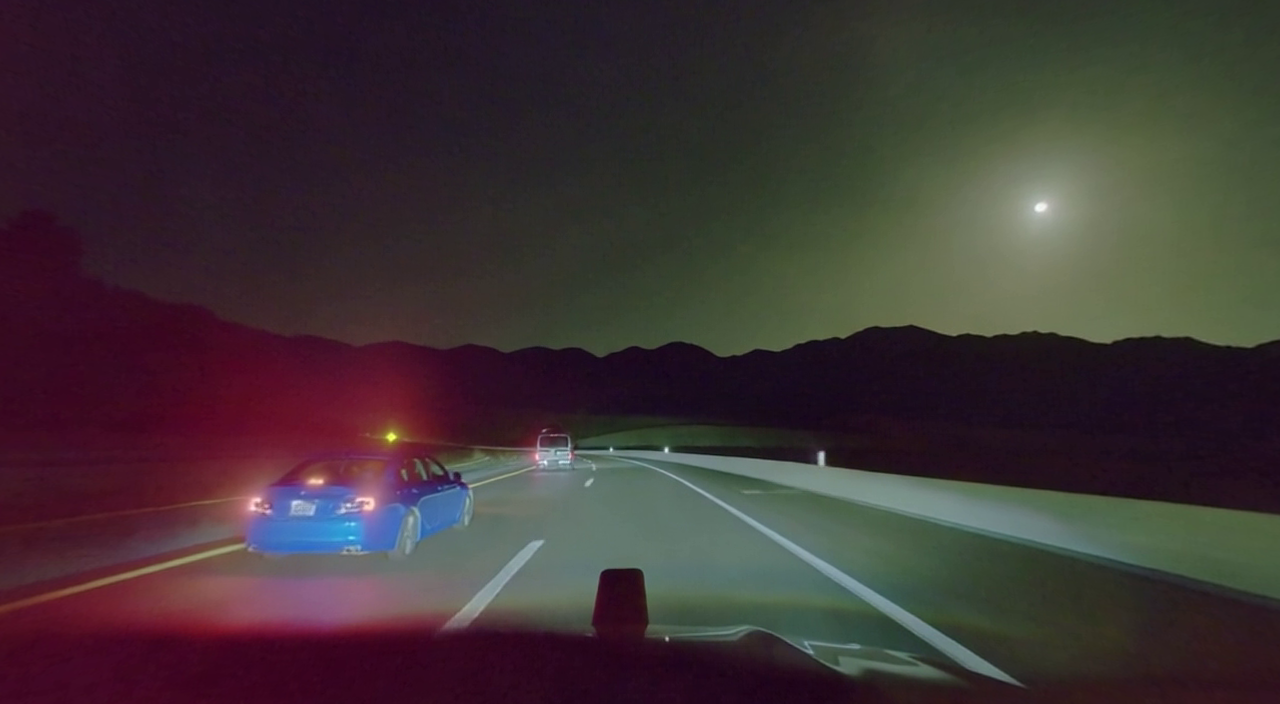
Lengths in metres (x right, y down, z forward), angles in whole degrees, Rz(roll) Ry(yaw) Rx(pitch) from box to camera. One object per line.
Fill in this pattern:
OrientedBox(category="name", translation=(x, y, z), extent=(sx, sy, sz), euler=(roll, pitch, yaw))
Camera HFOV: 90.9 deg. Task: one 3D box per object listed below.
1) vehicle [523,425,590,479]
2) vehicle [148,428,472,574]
OrientedBox(category="vehicle", translation=(-3.707, 4.583, 29.103), extent=(2.444, 2.204, 5.568), euler=(0, -9, -1))
OrientedBox(category="vehicle", translation=(-4.073, 1.908, 8.945), extent=(2.097, 1.511, 4.585), euler=(0, -9, 0))
